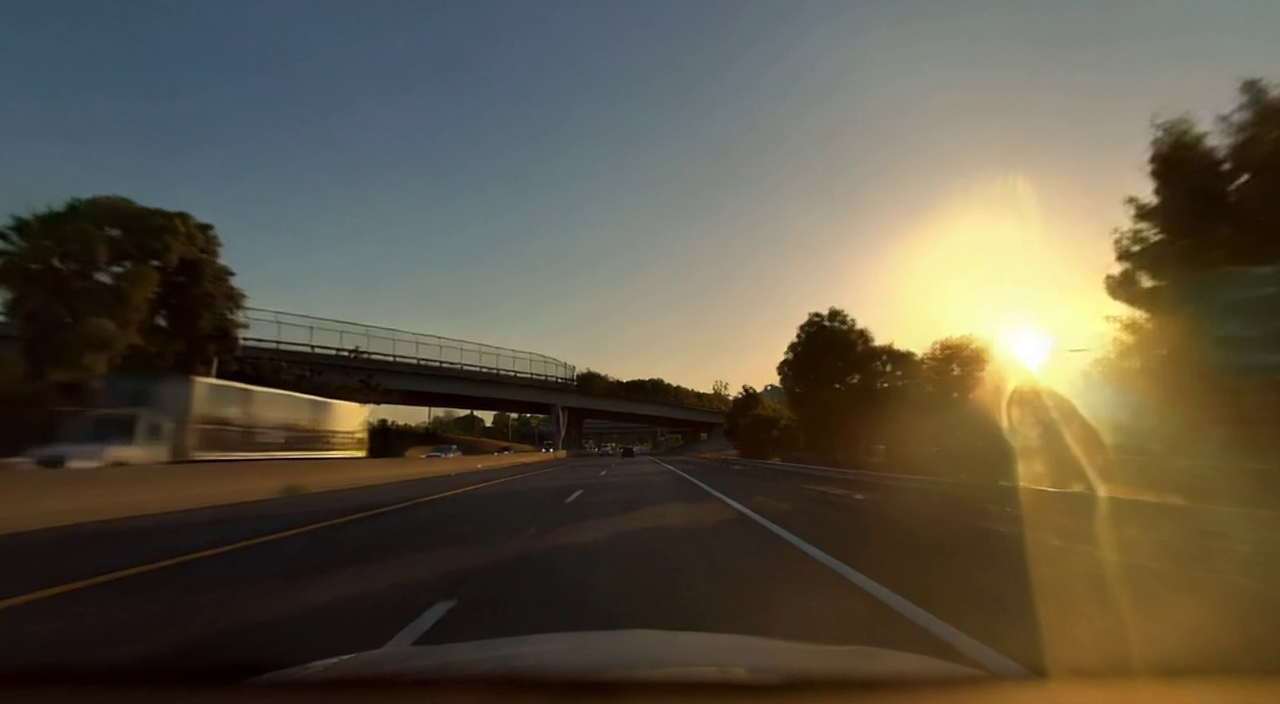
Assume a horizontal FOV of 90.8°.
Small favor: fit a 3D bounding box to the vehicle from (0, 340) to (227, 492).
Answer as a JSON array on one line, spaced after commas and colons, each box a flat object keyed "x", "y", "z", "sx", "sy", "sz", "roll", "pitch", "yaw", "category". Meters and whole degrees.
[{"x": -16.195, "y": 2.090, "z": 19.251, "sx": 2.986, "sy": 3.924, "sz": 5.914, "roll": 0, "pitch": -9, "yaw": -1, "category": "vehicle"}]
